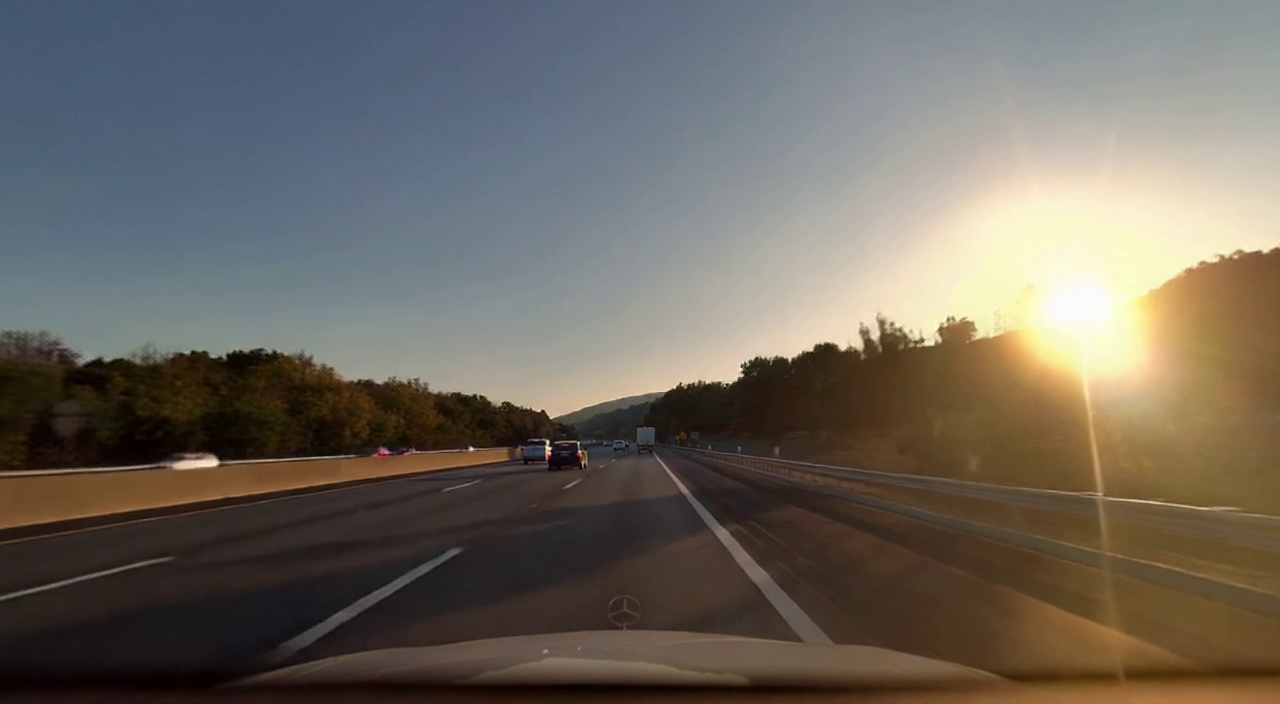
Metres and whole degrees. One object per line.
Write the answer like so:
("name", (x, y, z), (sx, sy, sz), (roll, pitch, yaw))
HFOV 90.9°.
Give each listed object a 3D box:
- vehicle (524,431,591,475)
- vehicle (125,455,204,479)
("vehicle", (-3.635, 4.584, 28.801), (2.283, 1.802, 4.810), (0, -9, 1))
("vehicle", (-32.677, 7.927, 43.521), (1.793, 1.480, 4.596), (0, -8, 0))
